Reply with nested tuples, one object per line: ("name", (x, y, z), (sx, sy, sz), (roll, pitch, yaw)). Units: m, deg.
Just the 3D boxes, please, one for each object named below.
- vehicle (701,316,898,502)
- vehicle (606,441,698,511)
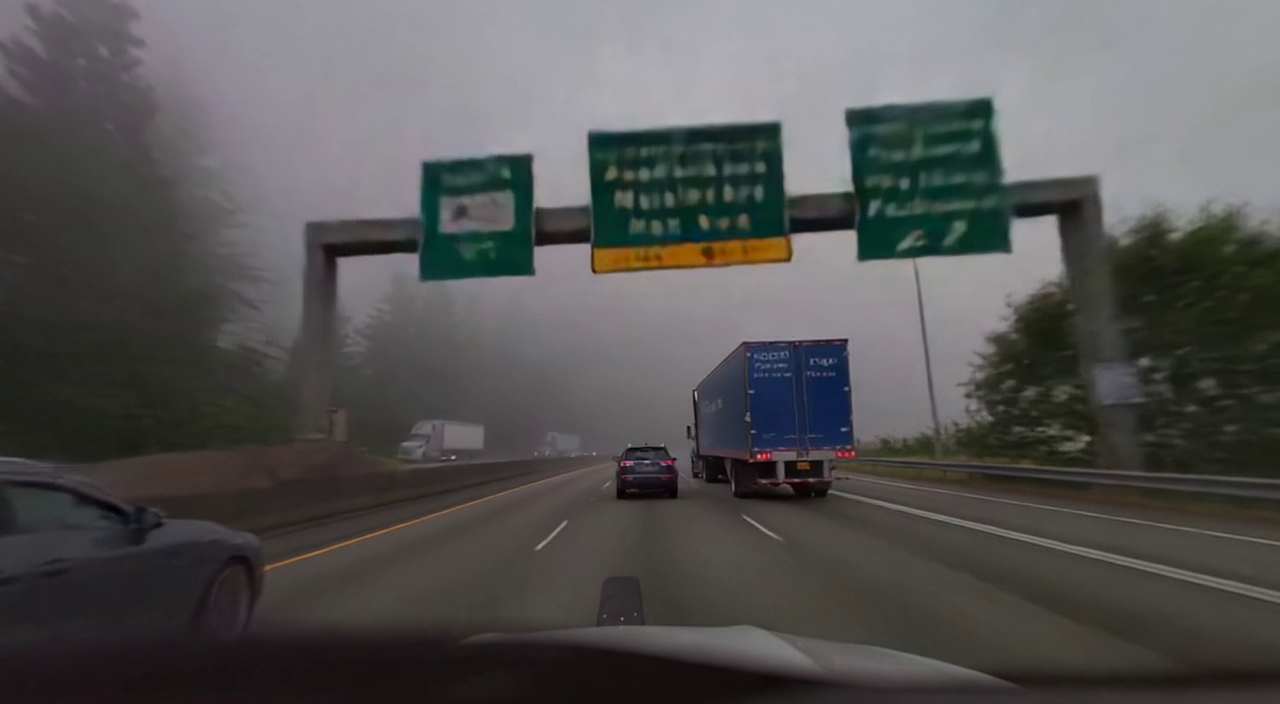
("vehicle", (4.053, 2.283, 20.465), (2.960, 4.018, 13.834), (0, -9, 1))
("vehicle", (0.253, 3.135, 16.367), (2.039, 1.532, 4.610), (0, -9, -1))
